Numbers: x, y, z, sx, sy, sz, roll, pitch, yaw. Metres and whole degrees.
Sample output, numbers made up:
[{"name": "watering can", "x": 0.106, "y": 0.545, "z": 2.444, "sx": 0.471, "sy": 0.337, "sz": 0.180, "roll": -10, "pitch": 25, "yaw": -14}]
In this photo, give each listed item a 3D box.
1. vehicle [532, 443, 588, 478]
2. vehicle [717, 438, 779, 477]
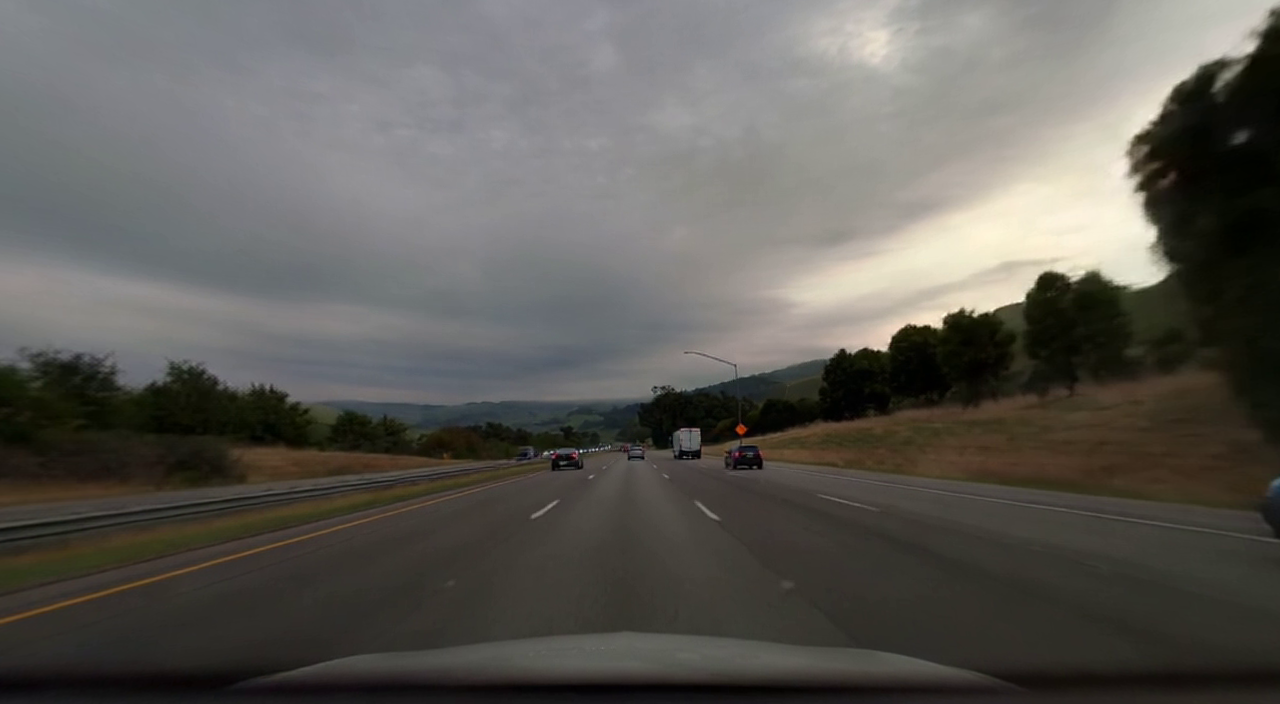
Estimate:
[{"name": "vehicle", "x": -3.823, "y": 5.296, "z": 30.910, "sx": 2.160, "sy": 1.530, "sz": 4.500, "roll": 0, "pitch": -9, "yaw": 0}, {"name": "vehicle", "x": 4.952, "y": 4.933, "z": 29.629, "sx": 2.069, "sy": 1.625, "sz": 4.832, "roll": 0, "pitch": -9, "yaw": 0}]
